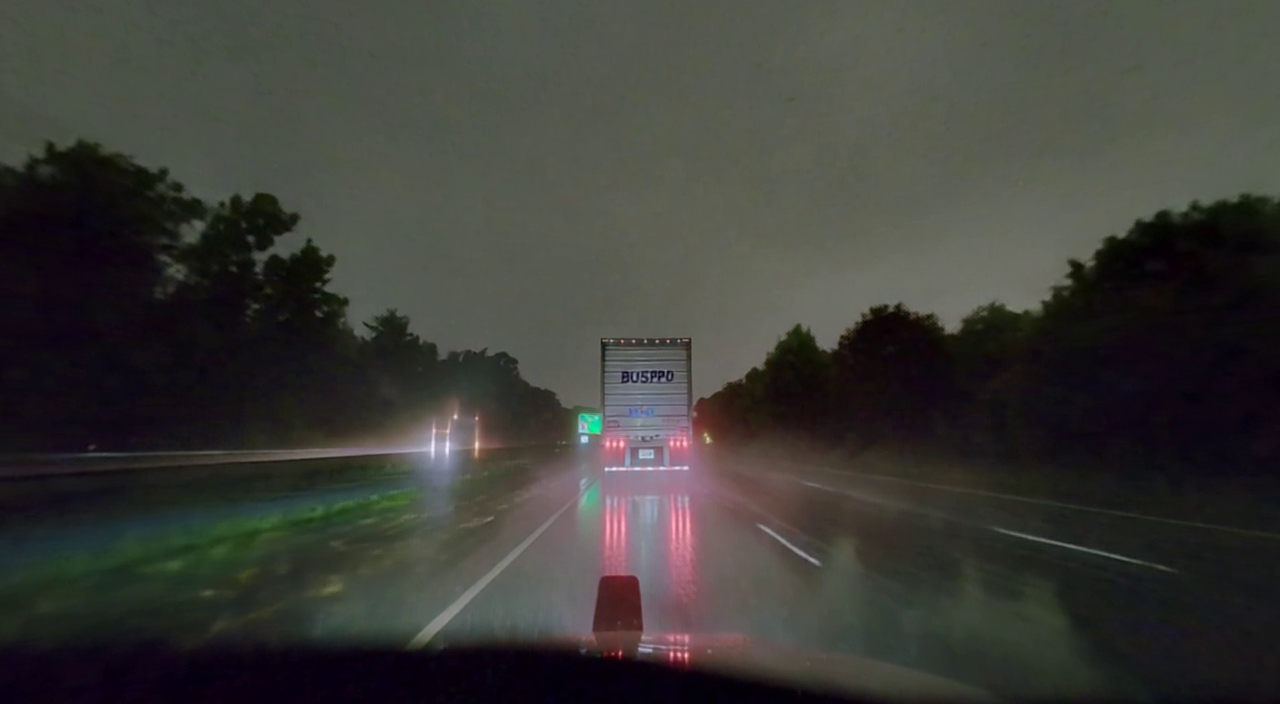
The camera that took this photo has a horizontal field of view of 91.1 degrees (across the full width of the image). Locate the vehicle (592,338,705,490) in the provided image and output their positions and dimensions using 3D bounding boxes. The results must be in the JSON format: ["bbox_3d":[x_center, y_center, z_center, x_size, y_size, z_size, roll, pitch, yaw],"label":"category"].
[{"bbox_3d":[0.152,2.173,20.561,2.870,3.911,8.697,0,-8,-1],"label":"vehicle"}]
